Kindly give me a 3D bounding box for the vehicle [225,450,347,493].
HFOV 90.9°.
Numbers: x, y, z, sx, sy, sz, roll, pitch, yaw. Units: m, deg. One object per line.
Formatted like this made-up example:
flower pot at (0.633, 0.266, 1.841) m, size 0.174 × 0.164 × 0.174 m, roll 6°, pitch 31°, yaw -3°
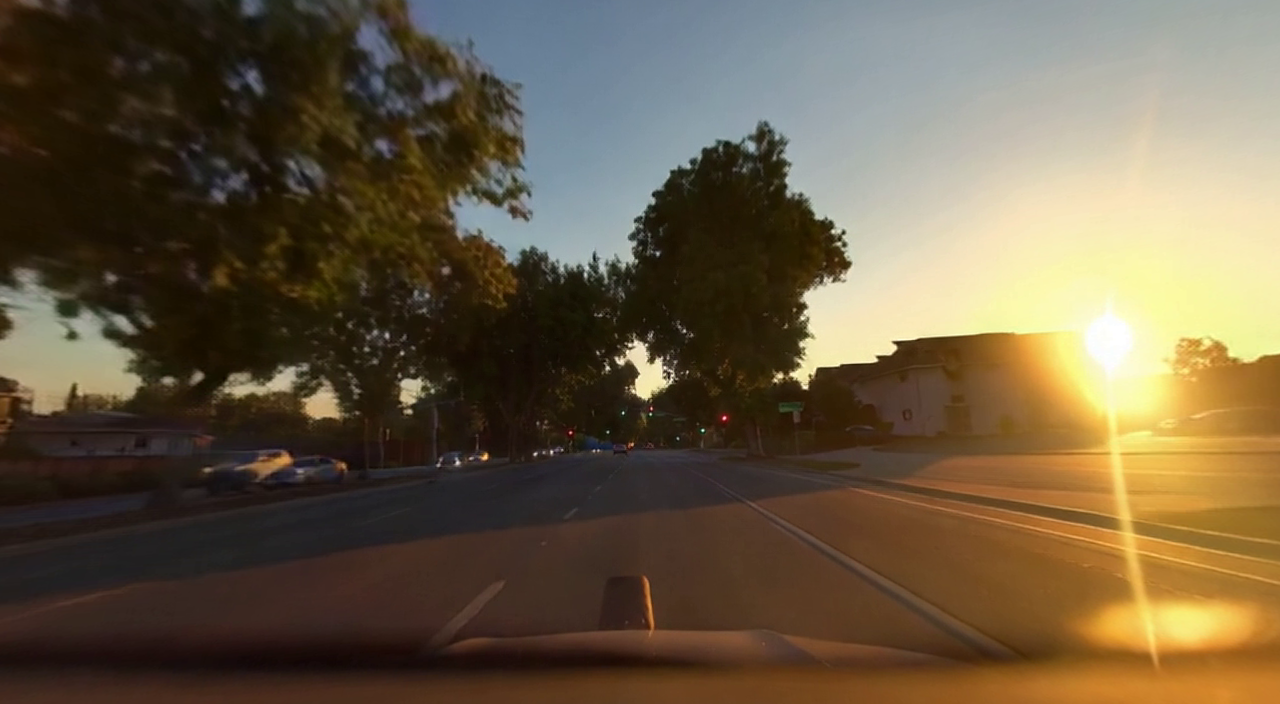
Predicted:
vehicle at (-13.313, 4.487, 24.064) m, size 1.954 × 1.457 × 4.516 m, roll -1°, pitch -9°, yaw 1°
